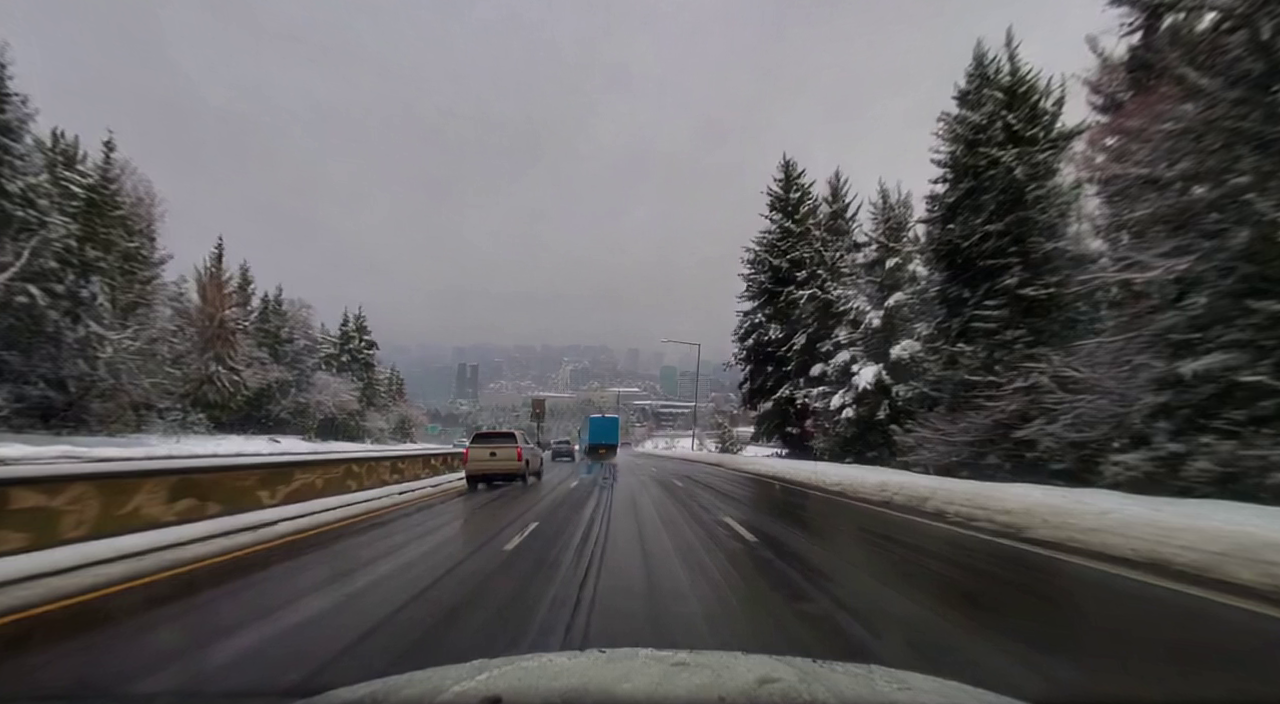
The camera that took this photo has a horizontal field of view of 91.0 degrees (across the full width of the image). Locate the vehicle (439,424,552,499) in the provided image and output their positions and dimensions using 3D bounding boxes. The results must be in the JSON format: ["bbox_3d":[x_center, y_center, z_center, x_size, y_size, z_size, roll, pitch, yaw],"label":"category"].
[{"bbox_3d":[-3.691,2.889,16.978,2.041,1.734,4.391,0,-9,-1],"label":"vehicle"}]

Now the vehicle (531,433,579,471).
[{"bbox_3d":[-4.266,5.101,32.245,2.044,1.740,4.361,1,-9,-2],"label":"vehicle"}]
